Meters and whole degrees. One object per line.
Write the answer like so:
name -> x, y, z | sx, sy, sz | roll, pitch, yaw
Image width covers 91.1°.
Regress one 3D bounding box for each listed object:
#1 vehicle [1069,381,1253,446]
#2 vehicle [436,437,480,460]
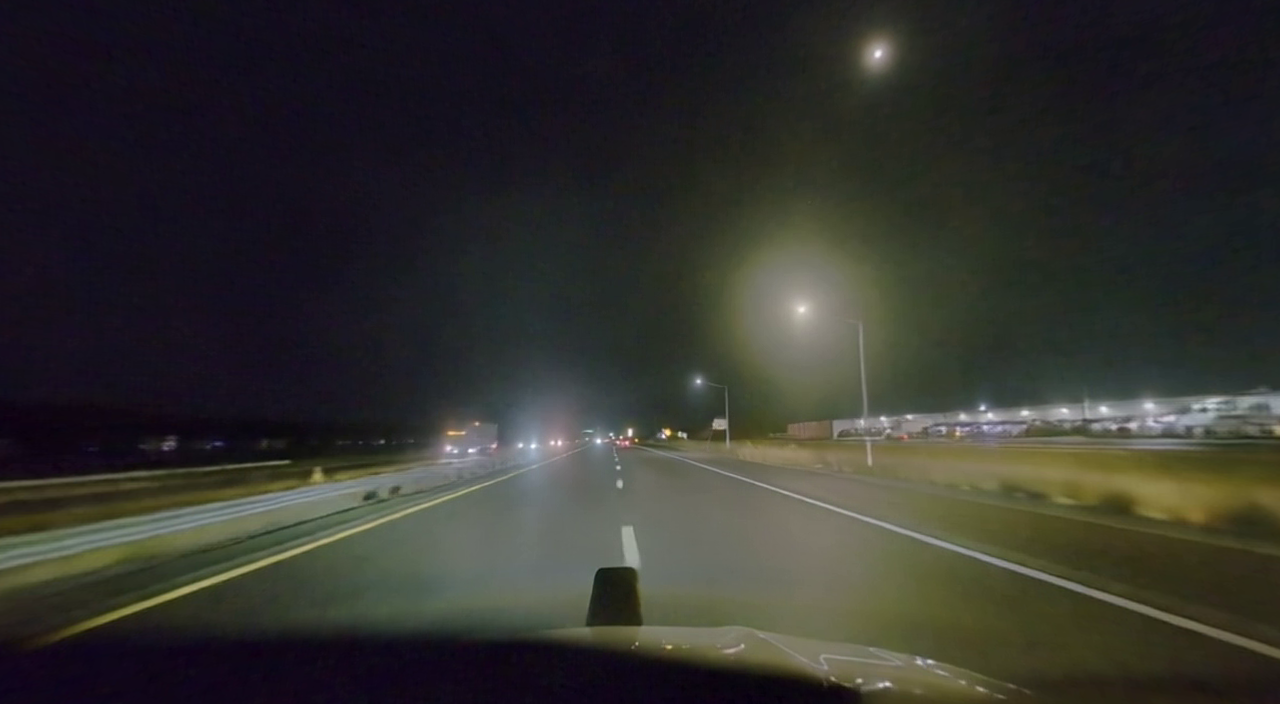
vehicle -> 39.154, 5.027, 48.576 | 2.885, 4.199, 14.850 | 0, -8, 6
vehicle -> -13.142, 6.987, 45.601 | 1.887, 1.558, 4.261 | 0, -8, 0
